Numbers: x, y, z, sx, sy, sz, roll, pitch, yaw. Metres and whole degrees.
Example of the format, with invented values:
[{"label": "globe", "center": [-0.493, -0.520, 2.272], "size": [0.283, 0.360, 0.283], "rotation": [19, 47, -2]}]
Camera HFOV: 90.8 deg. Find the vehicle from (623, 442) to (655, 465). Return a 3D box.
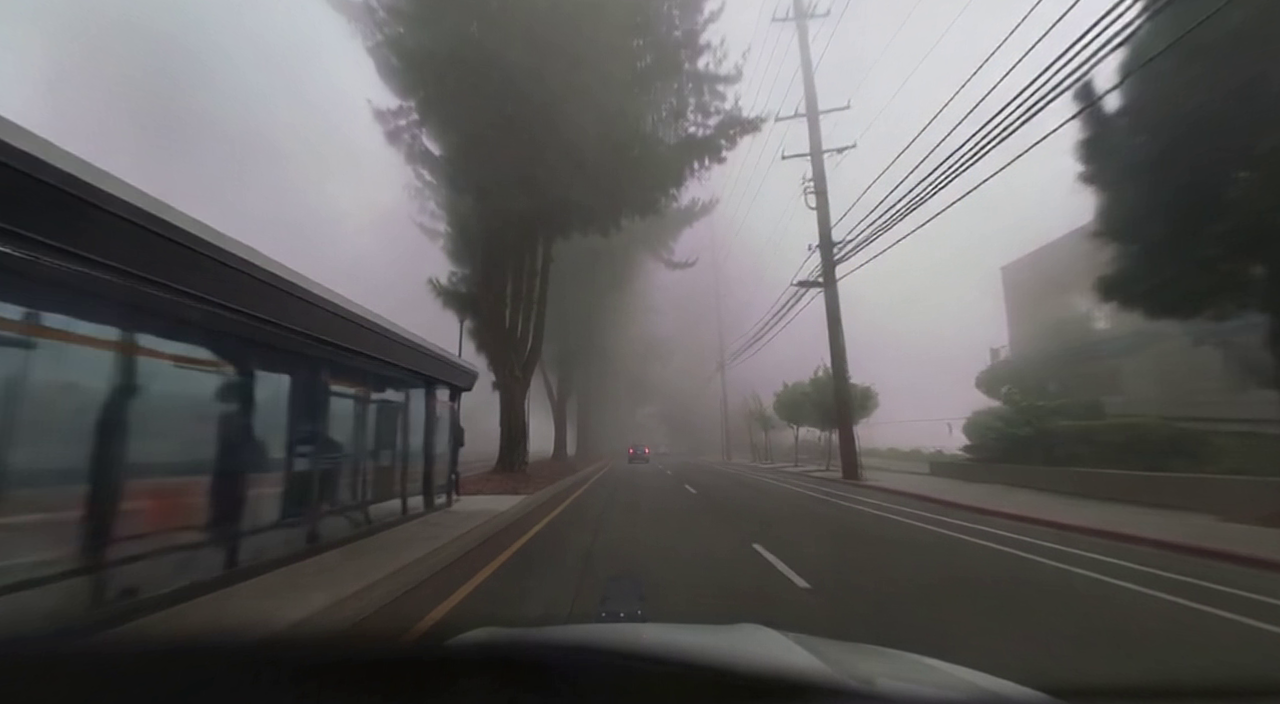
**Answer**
[{"label": "vehicle", "center": [-0.115, 7.042, 43.836], "size": [2.109, 1.501, 4.042], "rotation": [0, -9, -1]}]
